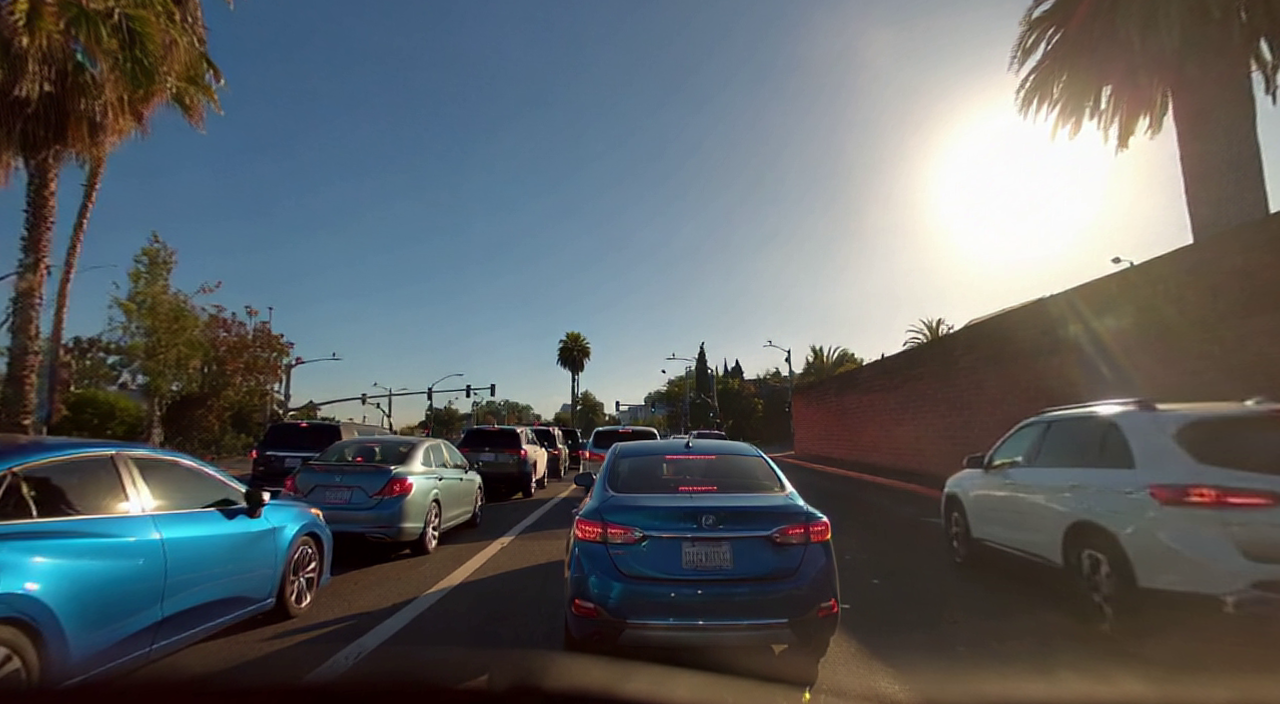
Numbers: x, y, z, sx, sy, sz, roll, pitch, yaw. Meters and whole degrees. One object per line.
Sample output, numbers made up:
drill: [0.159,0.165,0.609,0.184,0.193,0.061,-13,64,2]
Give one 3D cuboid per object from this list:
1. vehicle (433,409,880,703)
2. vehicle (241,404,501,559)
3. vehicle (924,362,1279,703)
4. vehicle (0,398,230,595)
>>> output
vehicle: [0.045,1.335,5.196,2.128,1.473,4.272,0,-8,-1]
vehicle: [-3.519,1.773,9.270,2.055,1.746,4.136,0,-8,-2]
vehicle: [3.930,1.201,4.857,2.112,1.717,4.432,-2,-9,11]
vehicle: [-6.675,1.404,6.386,1.963,1.721,4.662,0,-8,-2]
